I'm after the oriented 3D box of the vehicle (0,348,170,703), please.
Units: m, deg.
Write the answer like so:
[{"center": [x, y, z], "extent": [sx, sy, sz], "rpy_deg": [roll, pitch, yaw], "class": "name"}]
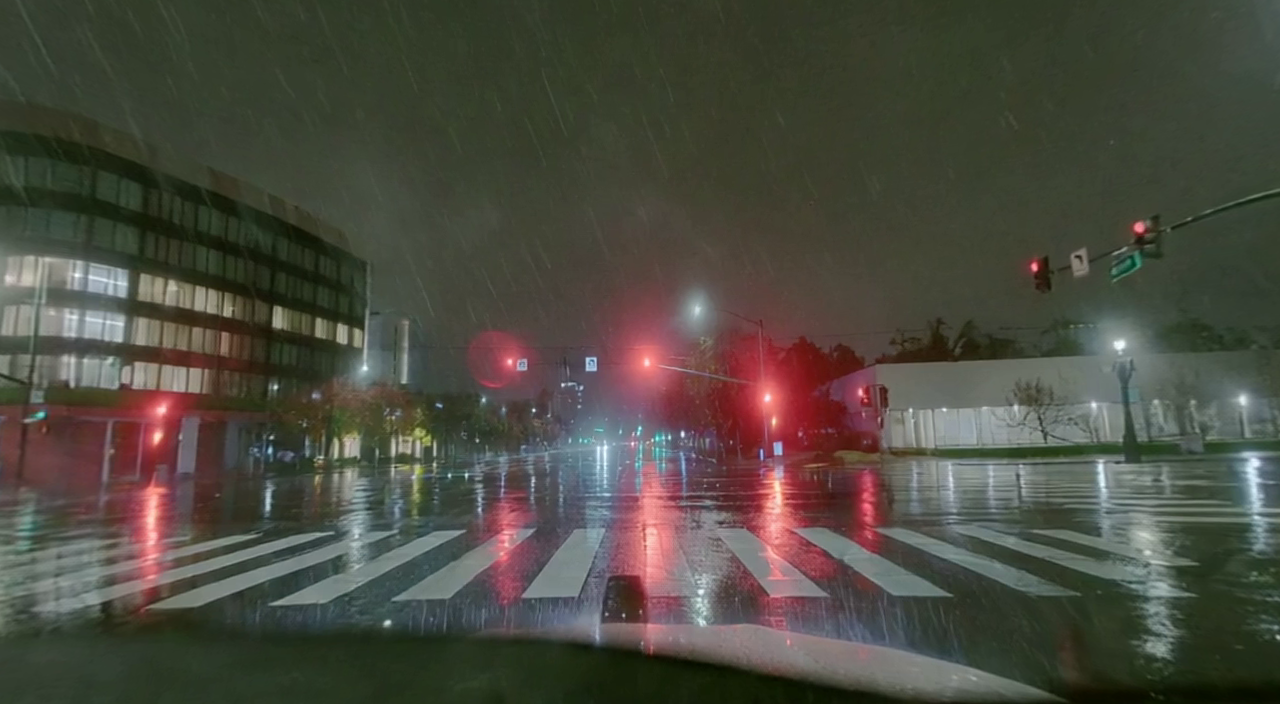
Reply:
[{"center": [-3.636, 0.619, 1.066], "extent": [2.109, 1.692, 4.587], "rpy_deg": [0, -8, 0], "class": "vehicle"}]
